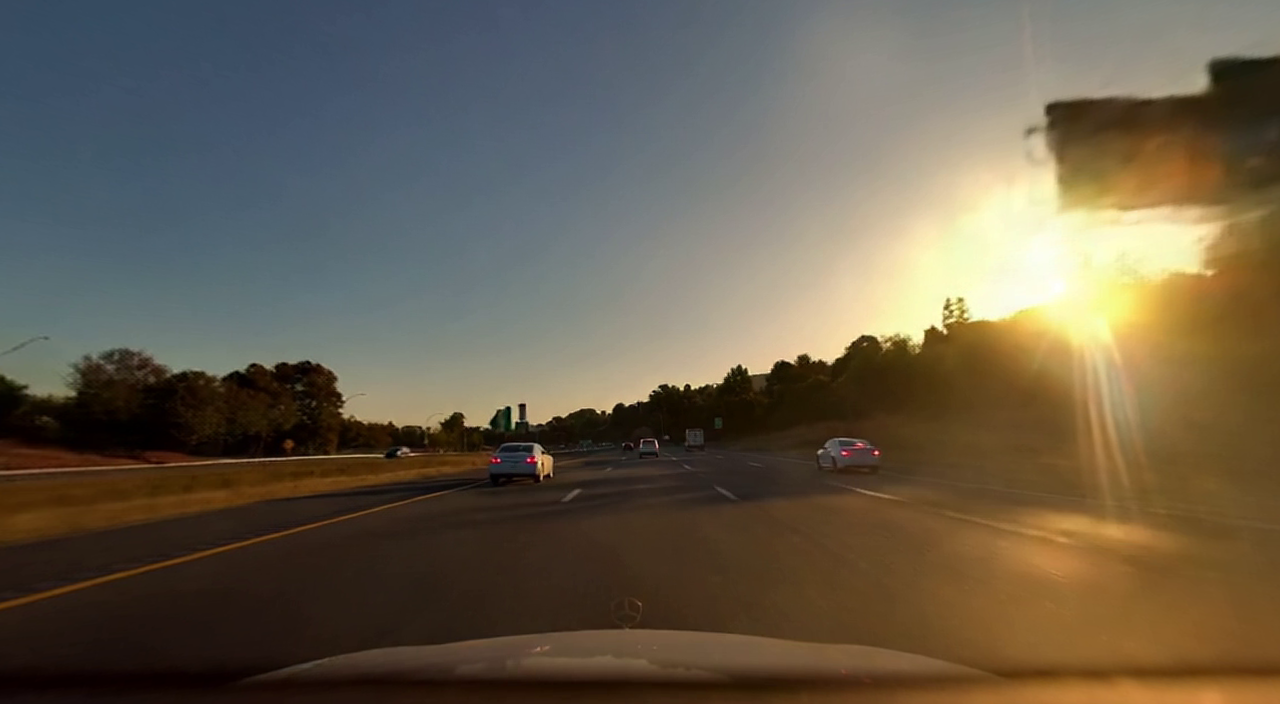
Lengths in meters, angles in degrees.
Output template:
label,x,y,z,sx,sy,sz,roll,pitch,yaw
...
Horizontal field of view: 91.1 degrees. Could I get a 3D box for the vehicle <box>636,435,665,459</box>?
label,x,y,z,sx,sy,sz,roll,pitch,yaw
vehicle,0.758,7.090,46.966,2.063,1.698,4.355,0,-8,0

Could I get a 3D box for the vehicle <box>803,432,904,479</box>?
label,x,y,z,sx,sy,sz,roll,pitch,yaw
vehicle,7.544,3.698,22.756,1.870,1.493,5.015,0,-8,0

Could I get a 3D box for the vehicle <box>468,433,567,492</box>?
label,x,y,z,sx,sy,sz,roll,pitch,yaw
vehicle,-3.539,3.280,19.049,2.050,1.546,4.344,-1,-8,1
